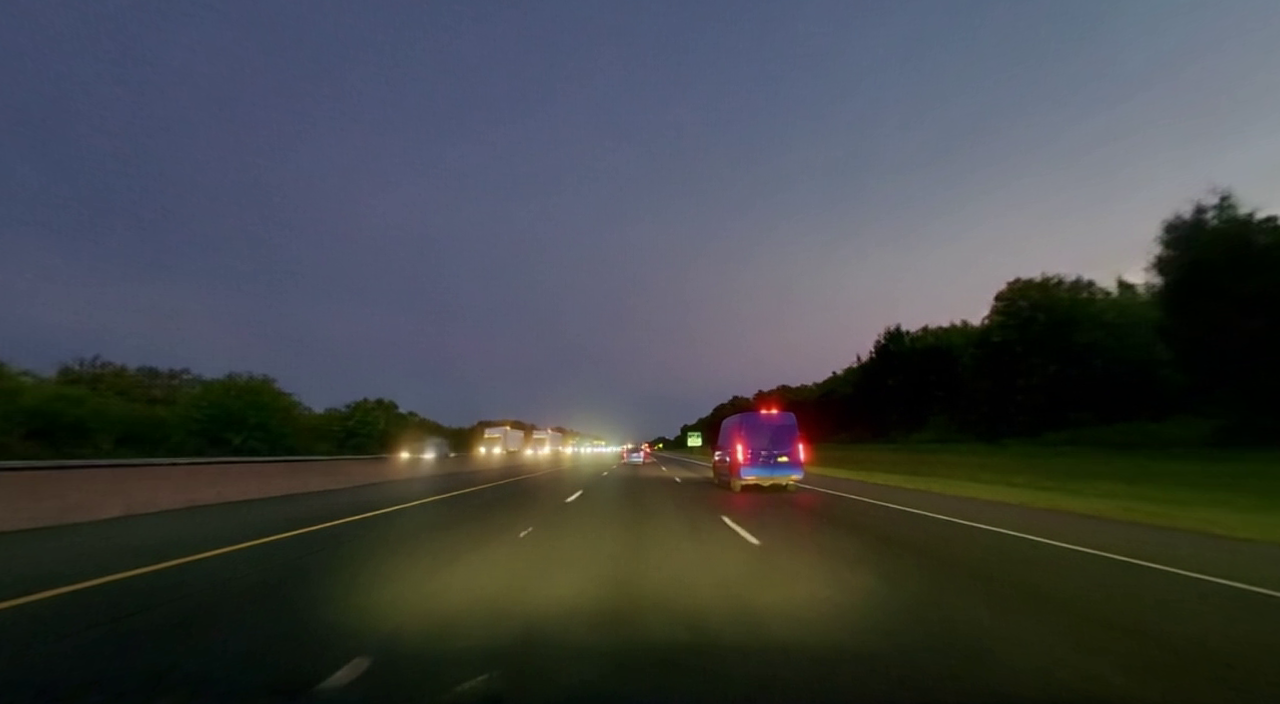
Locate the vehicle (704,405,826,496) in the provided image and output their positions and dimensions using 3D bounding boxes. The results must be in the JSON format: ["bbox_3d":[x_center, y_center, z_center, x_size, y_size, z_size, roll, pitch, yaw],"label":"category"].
[{"bbox_3d":[3.833,3.267,21.035,2.552,2.524,6.630,0,-9,-1],"label":"vehicle"}]

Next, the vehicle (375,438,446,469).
[{"bbox_3d":[-11.672,5.208,32.424,2.045,1.472,4.396,0,-9,0],"label":"vehicle"}]
